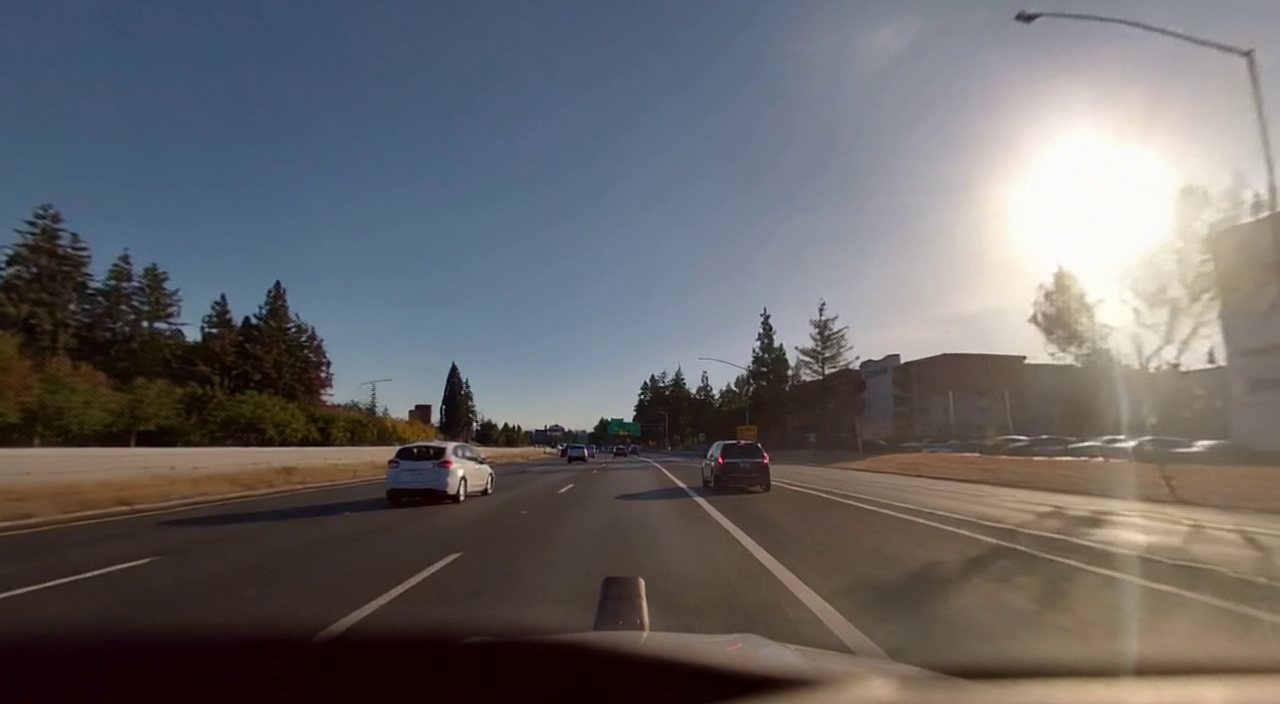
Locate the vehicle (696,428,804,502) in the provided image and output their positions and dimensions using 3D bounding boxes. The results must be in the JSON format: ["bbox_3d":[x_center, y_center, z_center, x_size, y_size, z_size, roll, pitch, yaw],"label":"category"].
[{"bbox_3d":[2.746,2.929,16.797,1.997,1.686,4.247,0,-8,-1],"label":"vehicle"}]

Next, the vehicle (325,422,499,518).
[{"bbox_3d":[-4.829,2.573,14.329,2.176,1.779,4.755,0,-8,0],"label":"vehicle"}]
